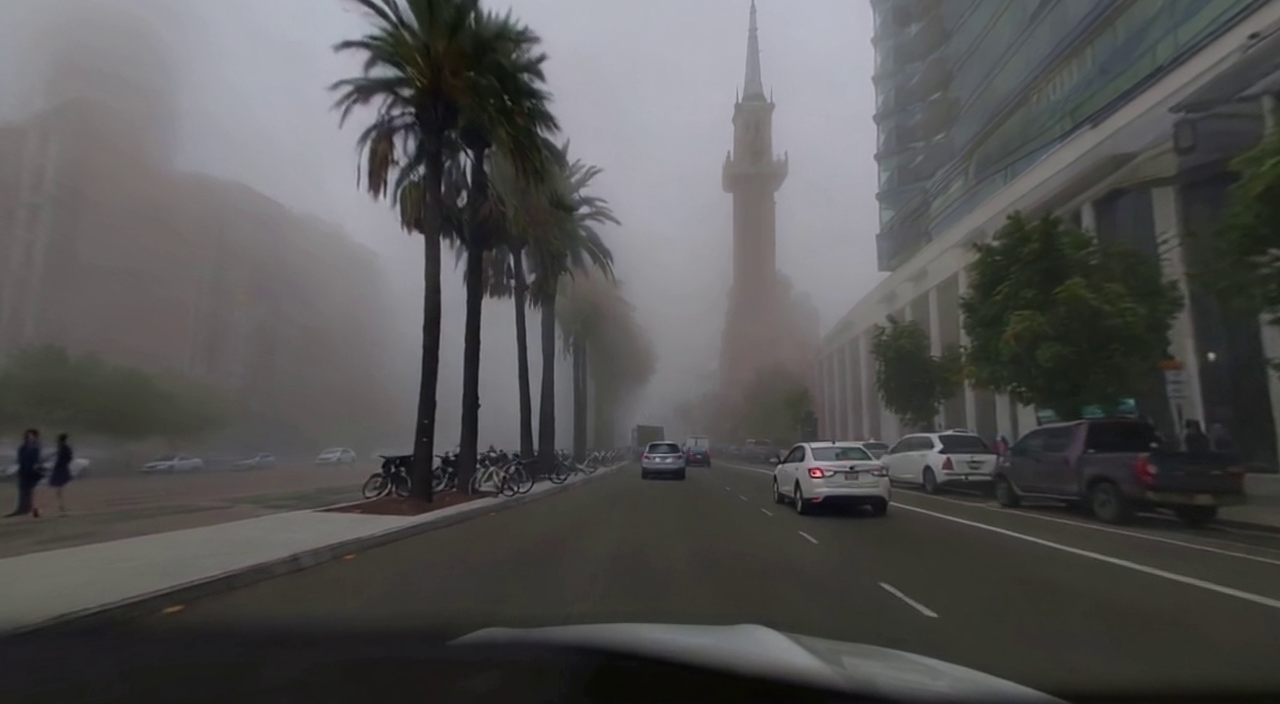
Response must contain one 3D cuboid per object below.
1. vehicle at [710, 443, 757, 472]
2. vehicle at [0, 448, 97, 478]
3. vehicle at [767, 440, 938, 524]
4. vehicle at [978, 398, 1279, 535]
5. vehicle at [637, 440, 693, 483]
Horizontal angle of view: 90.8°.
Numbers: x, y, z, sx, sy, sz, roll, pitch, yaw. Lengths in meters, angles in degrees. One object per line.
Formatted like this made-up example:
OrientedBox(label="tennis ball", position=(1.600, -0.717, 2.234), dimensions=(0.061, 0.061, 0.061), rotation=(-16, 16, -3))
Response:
OrientedBox(label="vehicle", position=(5.462, 6.246, 37.493), dimensions=(1.981, 1.572, 4.718), rotation=(0, -9, -1))
OrientedBox(label="vehicle", position=(-39.365, 7.379, 42.248), dimensions=(2.034, 1.862, 5.122), rotation=(1, -9, -9))
OrientedBox(label="vehicle", position=(4.325, 2.726, 13.850), dimensions=(2.116, 1.500, 4.702), rotation=(0, -9, 0))
OrientedBox(label="vehicle", position=(9.246, 2.224, 12.727), dimensions=(2.093, 2.154, 5.193), rotation=(0, -9, 2))
OrientedBox(label="vehicle", position=(0.987, 4.384, 25.545), dimensions=(2.111, 1.605, 3.832), rotation=(0, -9, 2))
